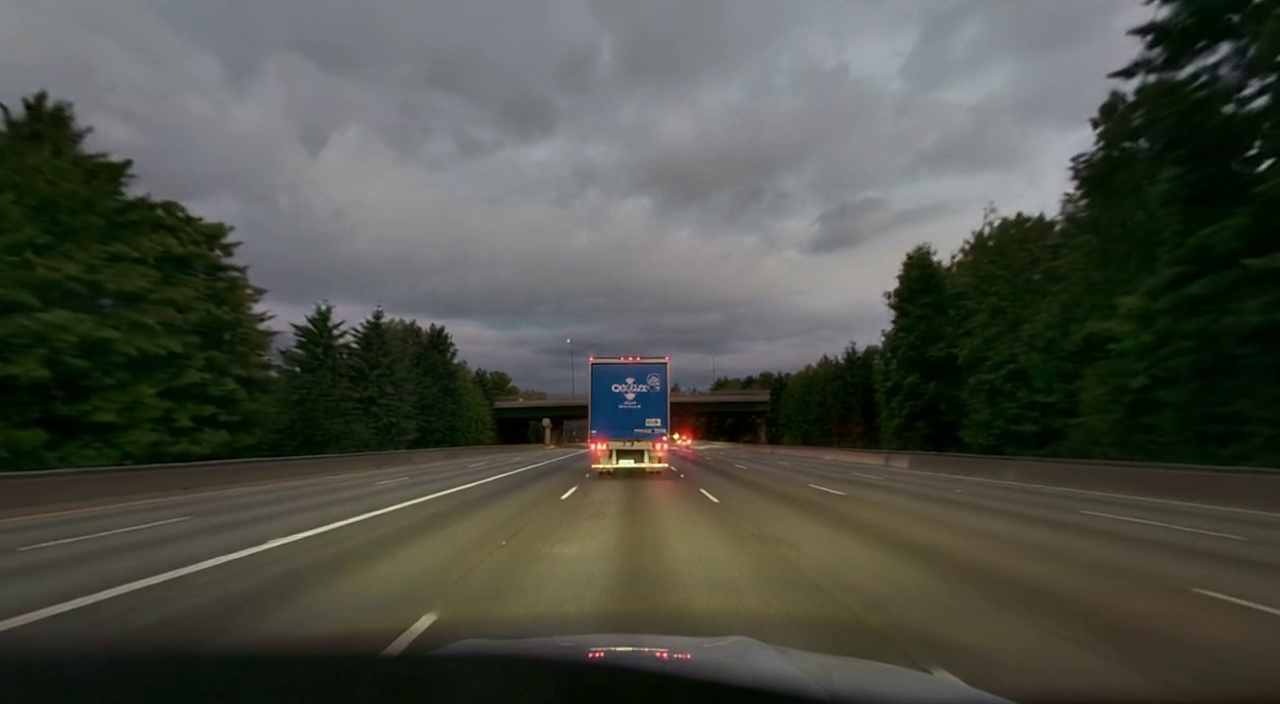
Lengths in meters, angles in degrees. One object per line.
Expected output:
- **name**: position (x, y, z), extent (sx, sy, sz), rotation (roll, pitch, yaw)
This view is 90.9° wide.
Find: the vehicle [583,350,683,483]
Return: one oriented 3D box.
- **vehicle**: position (-0.418, 2.540, 23.580), extent (2.895, 3.861, 10.213), rotation (0, -8, -2)
